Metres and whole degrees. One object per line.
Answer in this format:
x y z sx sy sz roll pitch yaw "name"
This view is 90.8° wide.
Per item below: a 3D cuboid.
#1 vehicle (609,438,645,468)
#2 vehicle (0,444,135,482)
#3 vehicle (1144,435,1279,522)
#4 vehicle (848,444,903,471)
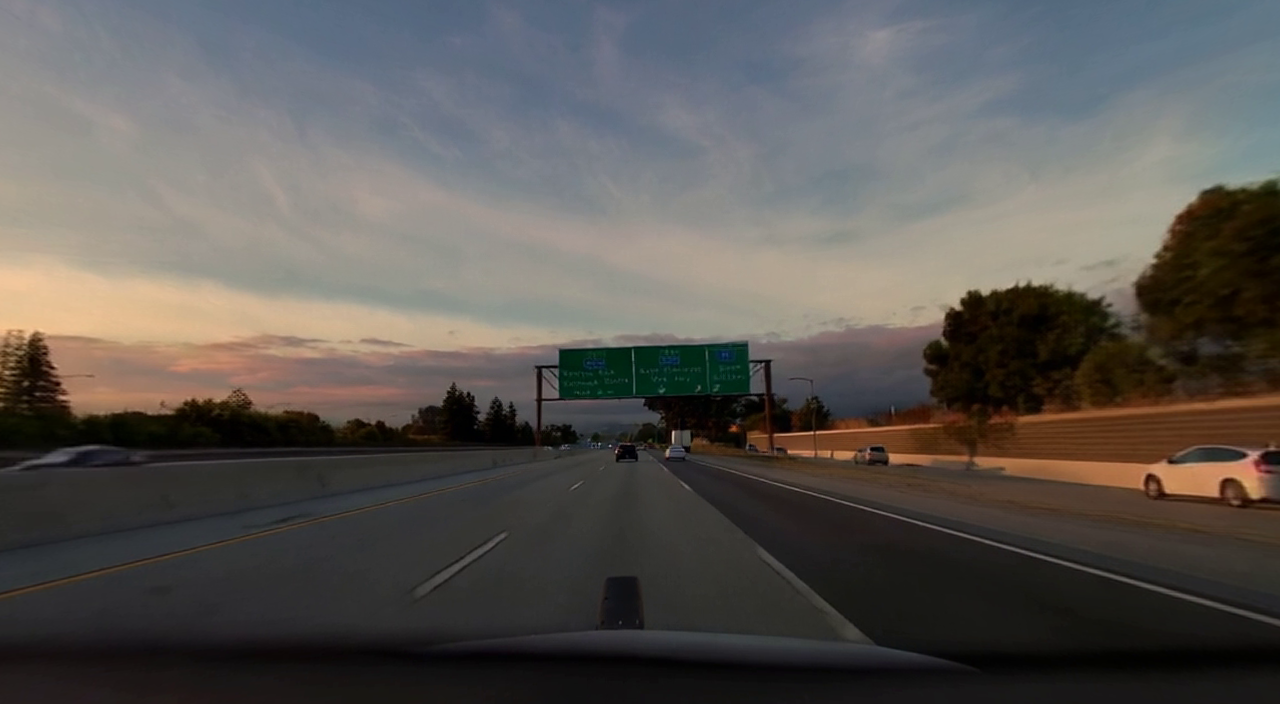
-0.753 6.188 38.757 2.121 1.739 4.087 0 -9 0 "vehicle"
-25.405 4.896 28.173 1.931 1.538 4.599 0 -9 0 "vehicle"
13.341 2.608 13.290 1.912 1.673 4.438 0 -9 2 "vehicle"
14.471 6.508 39.077 1.867 1.563 4.436 0 -9 3 "vehicle"
